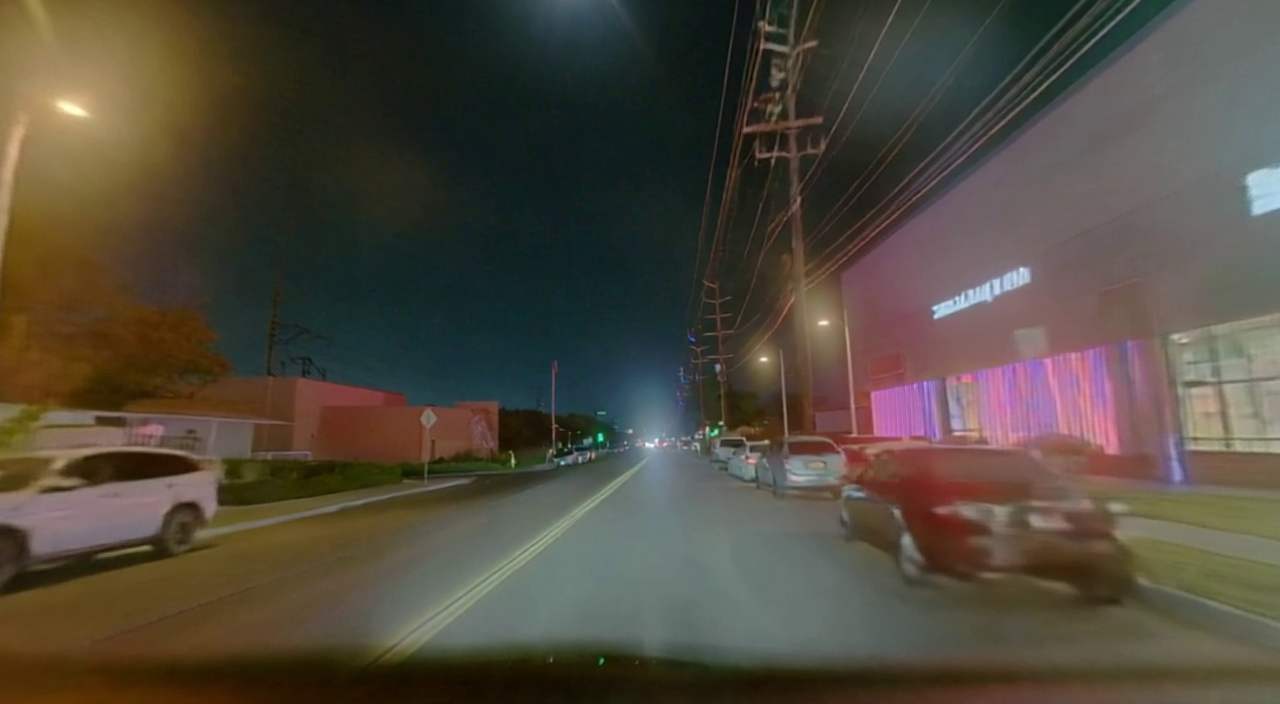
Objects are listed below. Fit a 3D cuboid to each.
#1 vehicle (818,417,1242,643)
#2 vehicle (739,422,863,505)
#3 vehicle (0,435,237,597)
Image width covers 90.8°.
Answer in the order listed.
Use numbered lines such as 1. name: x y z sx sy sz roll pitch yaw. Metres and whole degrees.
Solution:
1. vehicle: 3.333 1.544 6.812 2.261 1.503 4.695 -2 -8 10
2. vehicle: 3.994 2.856 16.611 1.952 1.849 4.837 0 -8 0
3. vehicle: -8.195 2.174 8.924 1.972 1.818 4.334 -2 -9 3
